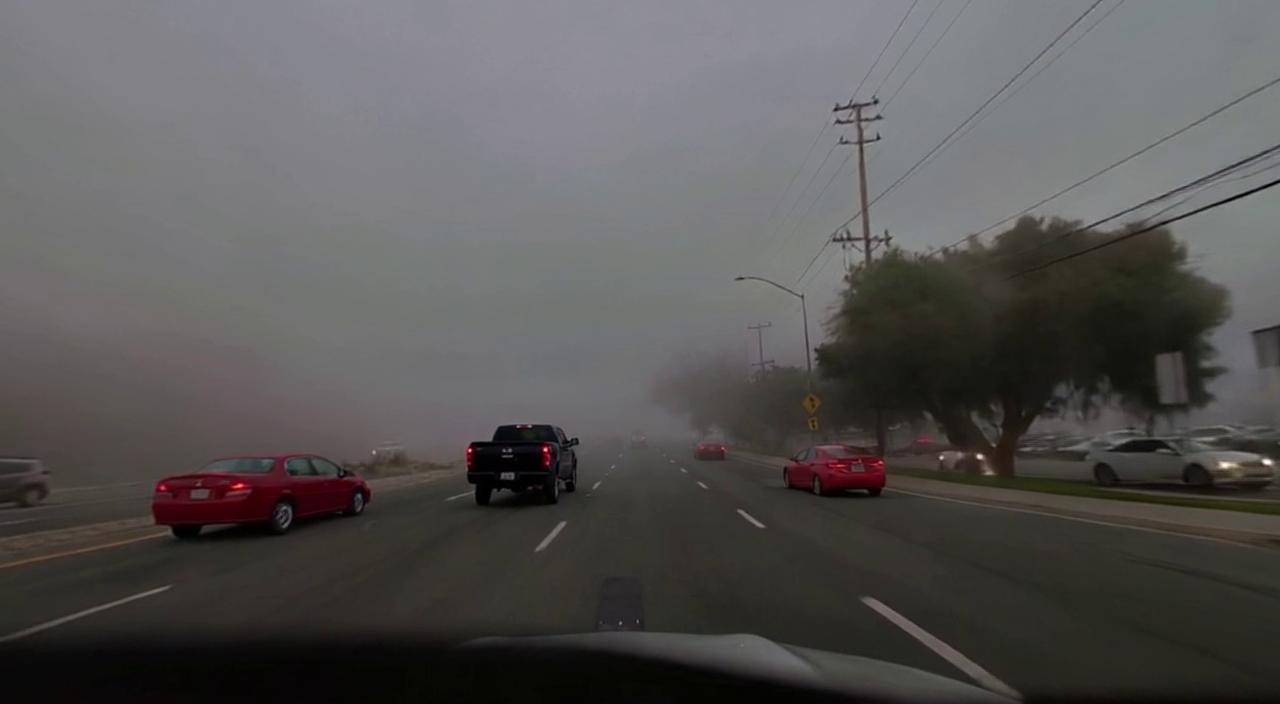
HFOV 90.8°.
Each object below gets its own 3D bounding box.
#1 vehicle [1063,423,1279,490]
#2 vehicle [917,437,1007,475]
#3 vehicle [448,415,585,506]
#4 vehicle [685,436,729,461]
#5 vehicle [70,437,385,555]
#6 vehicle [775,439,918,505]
[{"bbox_3d":[18.004,3.483,21.468,2.267,1.925,5.964,2,-9,-13],"label":"vehicle"},{"bbox_3d":[16.514,5.365,32.775,2.044,1.812,4.935,0,-8,0],"label":"vehicle"},{"bbox_3d":[-3.012,2.864,17.161,2.467,1.991,6.089,0,-8,1],"label":"vehicle"},{"bbox_3d":[4.057,5.954,39.170,2.071,1.435,4.226,0,-8,-3],"label":"vehicle"},{"bbox_3d":[-6.291,2.215,10.557,2.035,1.497,4.723,0,-8,1],"label":"vehicle"},{"bbox_3d":[5.052,2.981,16.237,1.840,1.428,4.602,0,-8,-4],"label":"vehicle"}]
